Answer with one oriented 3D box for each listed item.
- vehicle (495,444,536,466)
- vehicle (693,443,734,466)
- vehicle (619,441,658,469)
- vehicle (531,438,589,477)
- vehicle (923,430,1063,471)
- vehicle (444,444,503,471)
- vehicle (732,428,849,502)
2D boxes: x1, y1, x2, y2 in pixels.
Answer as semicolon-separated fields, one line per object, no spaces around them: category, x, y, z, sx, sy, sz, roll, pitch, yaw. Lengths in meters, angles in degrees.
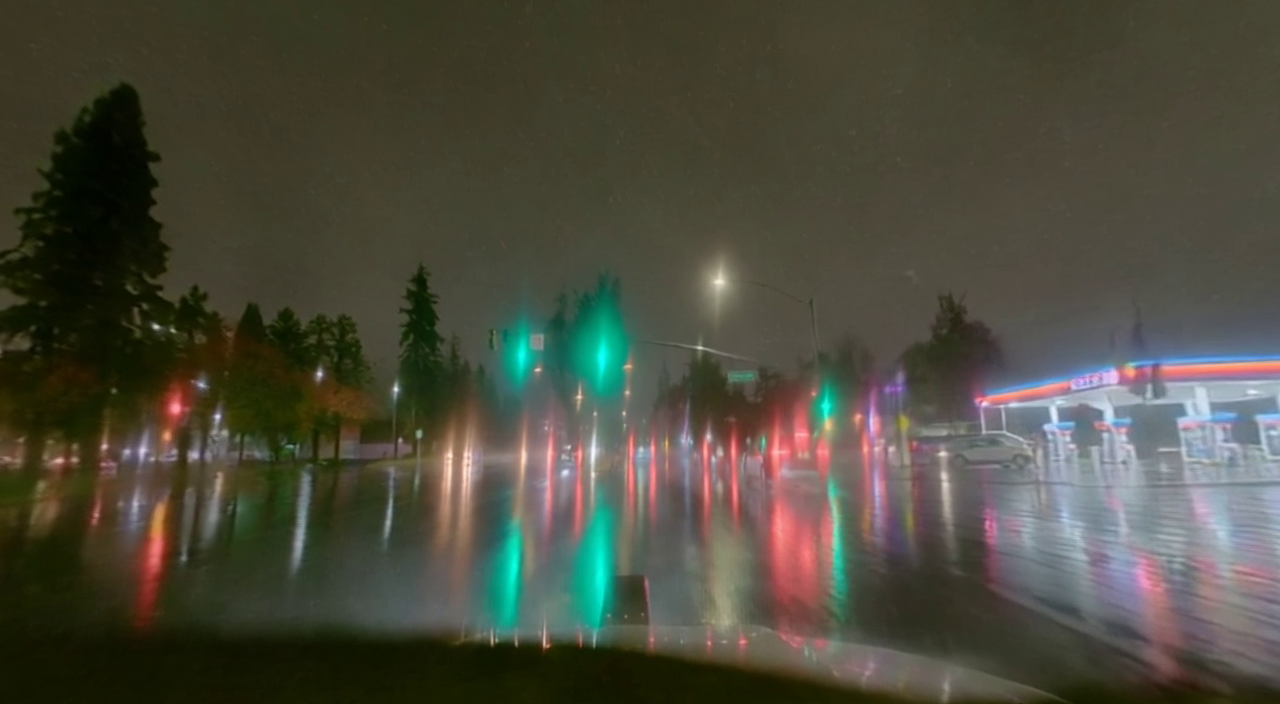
vehicle;-8.814;7.275;44.841;2.001;1.461;3.859;0;-8;2
vehicle;4.845;6.848;42.388;2.174;1.462;4.400;0;-8;-1
vehicle;-0.062;5.814;35.893;2.104;1.477;4.591;0;-8;0
vehicle;-3.507;4.713;28.405;2.023;1.607;4.086;0;-8;1
vehicle;18.027;5.057;32.414;5.585;1.866;2.607;-1;-8;-3
vehicle;-9.404;5.982;35.952;2.023;1.433;4.699;0;-8;1
vehicle;3.804;2.923;16.774;2.022;1.683;4.171;0;-8;-1
